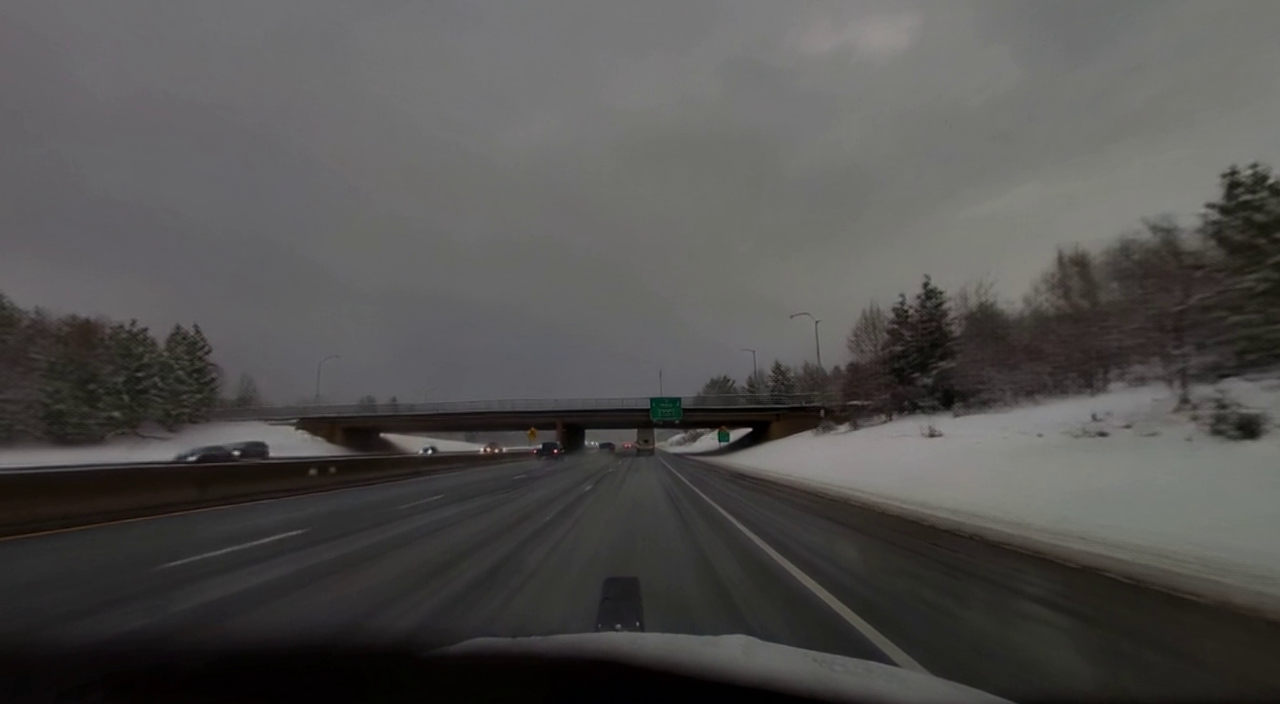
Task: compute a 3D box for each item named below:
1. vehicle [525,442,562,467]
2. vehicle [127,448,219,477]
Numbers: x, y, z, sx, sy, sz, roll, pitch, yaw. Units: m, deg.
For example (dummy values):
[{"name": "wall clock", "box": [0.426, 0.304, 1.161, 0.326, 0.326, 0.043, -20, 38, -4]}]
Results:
[{"name": "vehicle", "box": [-7.169, 7.685, 47.389, 2.070, 1.738, 4.733, 0, -9, 0]}, {"name": "vehicle", "box": [-31.604, 7.476, 42.867, 2.136, 1.767, 5.304, 0, -9, 1]}]
